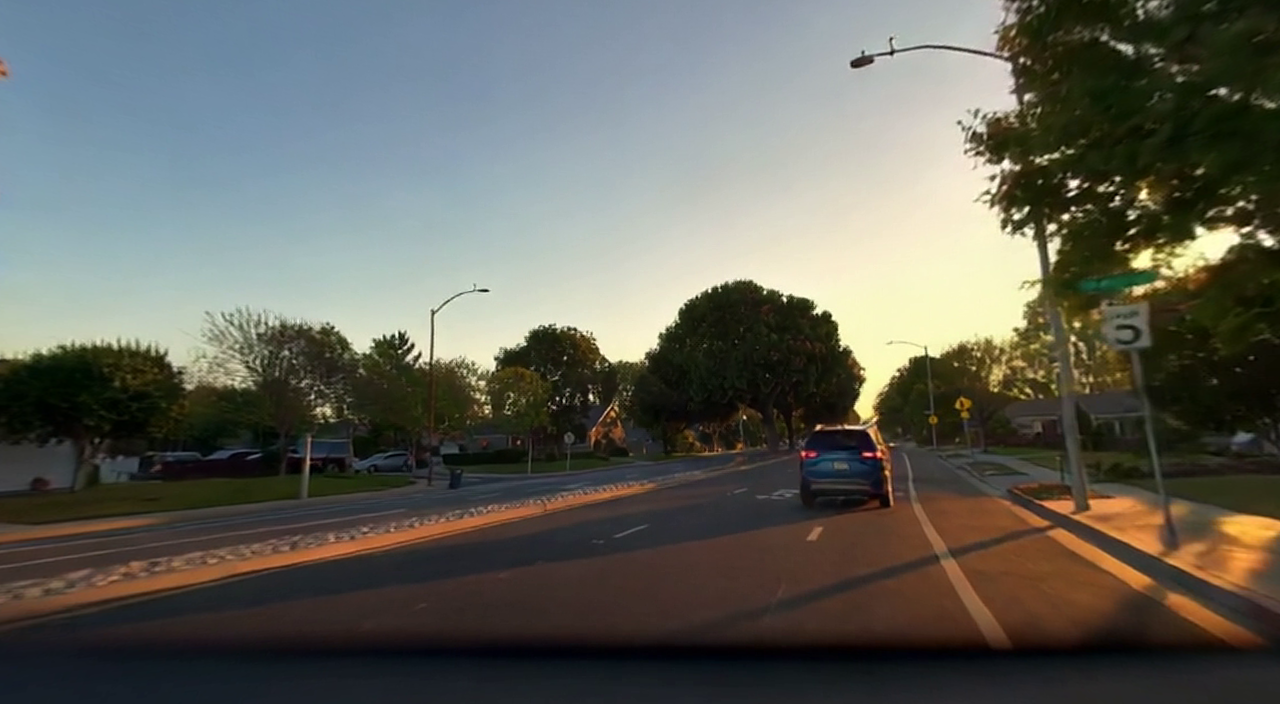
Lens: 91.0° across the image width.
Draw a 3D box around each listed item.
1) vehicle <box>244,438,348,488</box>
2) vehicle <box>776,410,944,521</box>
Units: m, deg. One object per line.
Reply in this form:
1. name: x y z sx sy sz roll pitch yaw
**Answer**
1. vehicle: -20.399 6.568 37.694 2.329 2.631 5.560 -5 -9 12
2. vehicle: 4.511 2.126 12.449 2.018 1.733 4.546 -6 -9 32
